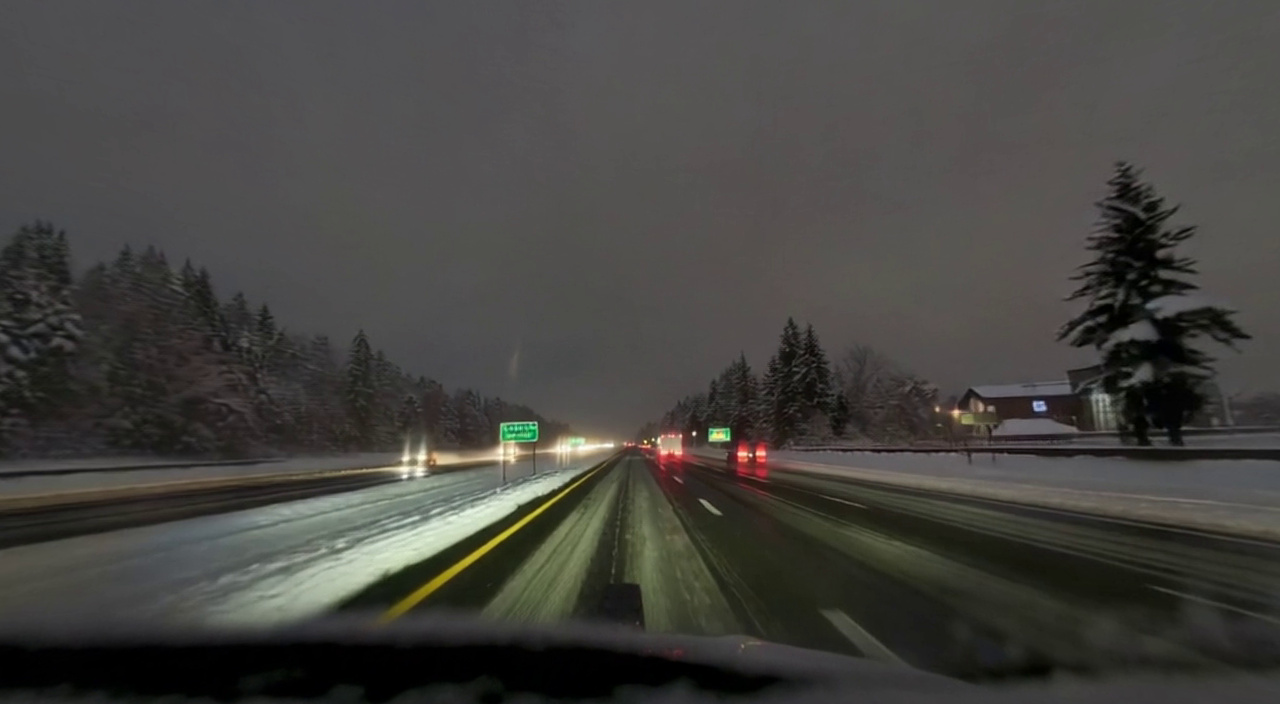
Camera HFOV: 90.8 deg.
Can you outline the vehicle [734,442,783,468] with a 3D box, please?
[{"bbox_3d":[7.015,6.110,37.813,2.009,1.456,4.097,0,-8,-2],"label":"vehicle"}]
